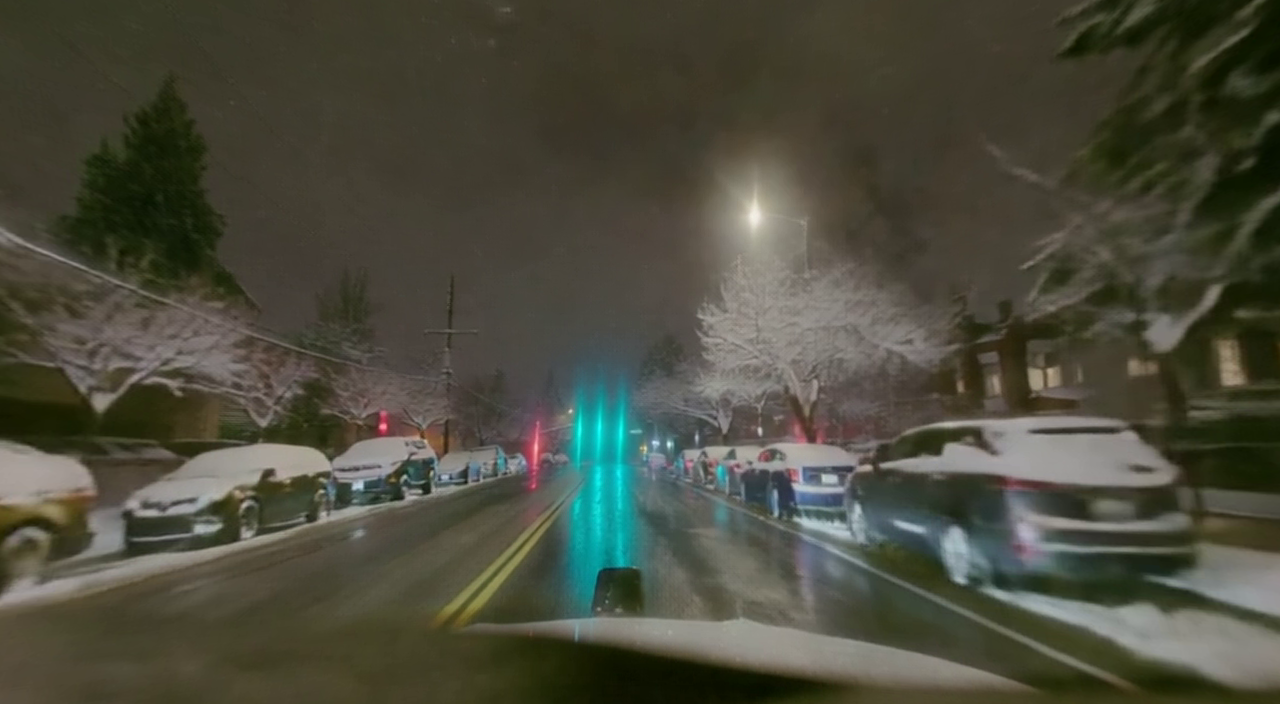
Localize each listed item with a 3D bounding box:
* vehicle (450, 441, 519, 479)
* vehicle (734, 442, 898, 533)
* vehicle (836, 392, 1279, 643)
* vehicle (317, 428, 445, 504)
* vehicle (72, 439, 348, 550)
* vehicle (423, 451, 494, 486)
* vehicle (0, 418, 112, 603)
[{"bbox_3d":[-8.768,6.178,36.261,2.613,1.959,5.843,0,-9,-1],"label":"vehicle"},{"bbox_3d":[3.397,2.709,13.235,2.009,1.547,4.574,0,-9,-2],"label":"vehicle"},{"bbox_3d":[4.090,1.556,6.980,2.071,1.781,4.737,0,-9,-3],"label":"vehicle"},{"bbox_3d":[-8.260,3.683,20.752,2.146,2.167,5.339,0,-9,-3],"label":"vehicle"},{"bbox_3d":[-7.730,2.571,12.143,2.055,1.663,4.889,0,-9,-3],"label":"vehicle"},{"bbox_3d":[-8.405,5.416,29.617,2.057,1.486,4.759,0,-9,-2],"label":"vehicle"},{"bbox_3d":[-7.448,1.415,5.083,2.072,1.840,5.197,-2,-10,-4],"label":"vehicle"}]
